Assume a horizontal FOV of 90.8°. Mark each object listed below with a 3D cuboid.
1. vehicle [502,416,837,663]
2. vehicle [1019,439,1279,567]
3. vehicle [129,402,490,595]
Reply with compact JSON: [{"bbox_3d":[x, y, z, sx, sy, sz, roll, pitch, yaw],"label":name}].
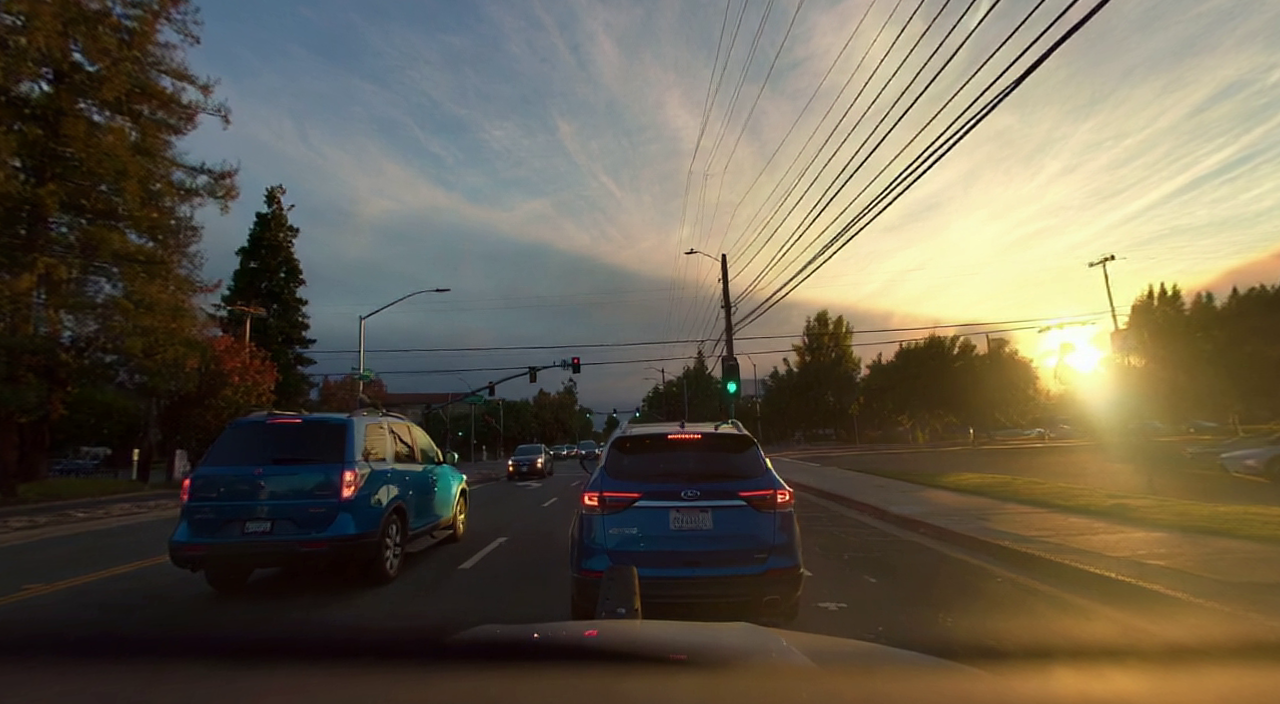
[{"bbox_3d":[0.118,1.450,5.953,2.056,1.487,4.003,0,-9,-2],"label":"vehicle"},{"bbox_3d":[8.392,2.158,9.925,1.993,1.508,4.521,0,-9,-1],"label":"vehicle"},{"bbox_3d":[-3.470,1.631,7.865,2.105,1.706,4.337,0,-9,0],"label":"vehicle"}]
